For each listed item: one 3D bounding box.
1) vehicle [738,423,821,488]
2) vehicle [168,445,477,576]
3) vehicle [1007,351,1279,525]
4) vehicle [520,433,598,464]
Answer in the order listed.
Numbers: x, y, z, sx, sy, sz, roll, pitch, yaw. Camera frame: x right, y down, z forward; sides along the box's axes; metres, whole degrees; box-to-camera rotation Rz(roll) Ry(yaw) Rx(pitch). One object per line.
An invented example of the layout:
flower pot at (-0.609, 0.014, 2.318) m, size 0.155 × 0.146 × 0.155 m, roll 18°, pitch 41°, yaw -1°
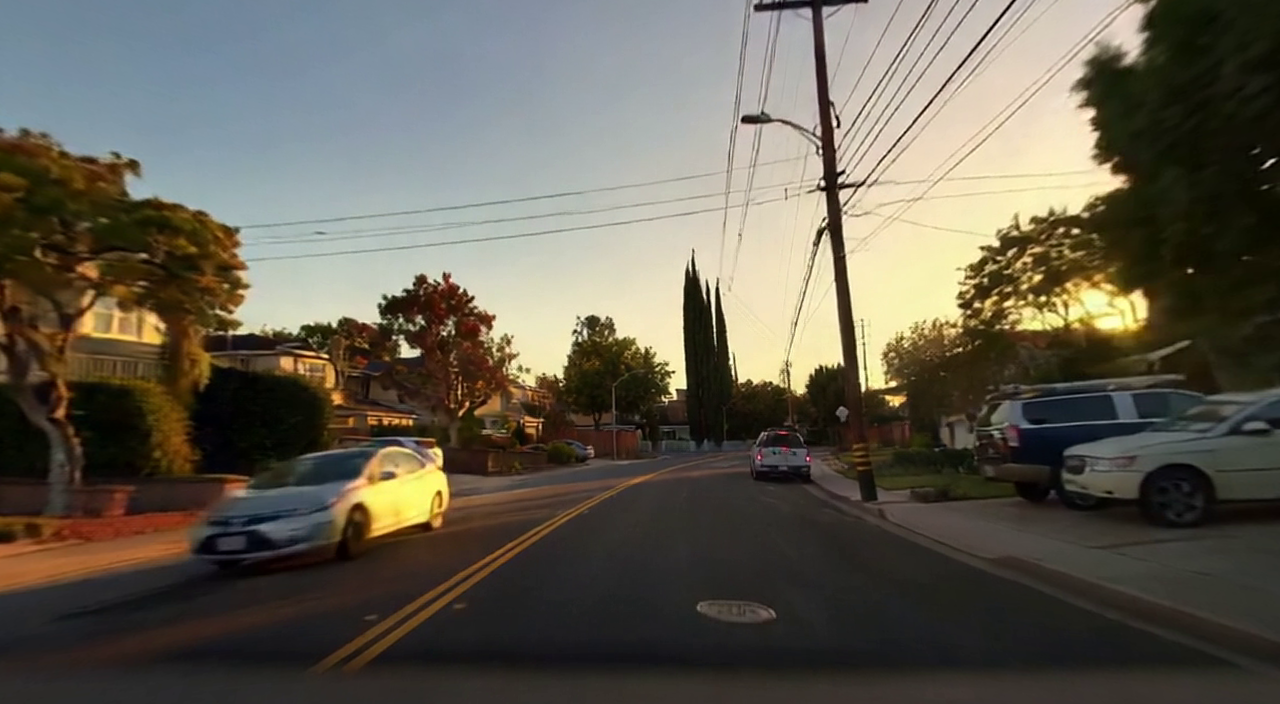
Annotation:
vehicle at (4.744, 3.624, 22.430) m, size 2.273 × 1.938 × 6.400 m, roll -1°, pitch -8°, yaw 7°
vehicle at (-4.263, 2.164, 9.673) m, size 2.015 × 1.464 × 4.870 m, roll 0°, pitch -8°, yaw 3°
vehicle at (8.758, 1.195, 8.802) m, size 5.762 × 2.116 × 2.258 m, roll -1°, pitch -8°, yaw 4°
vehicle at (-5.929, 7.058, 46.417) m, size 5.228 × 2.041 × 2.023 m, roll 0°, pitch -6°, yaw 15°
